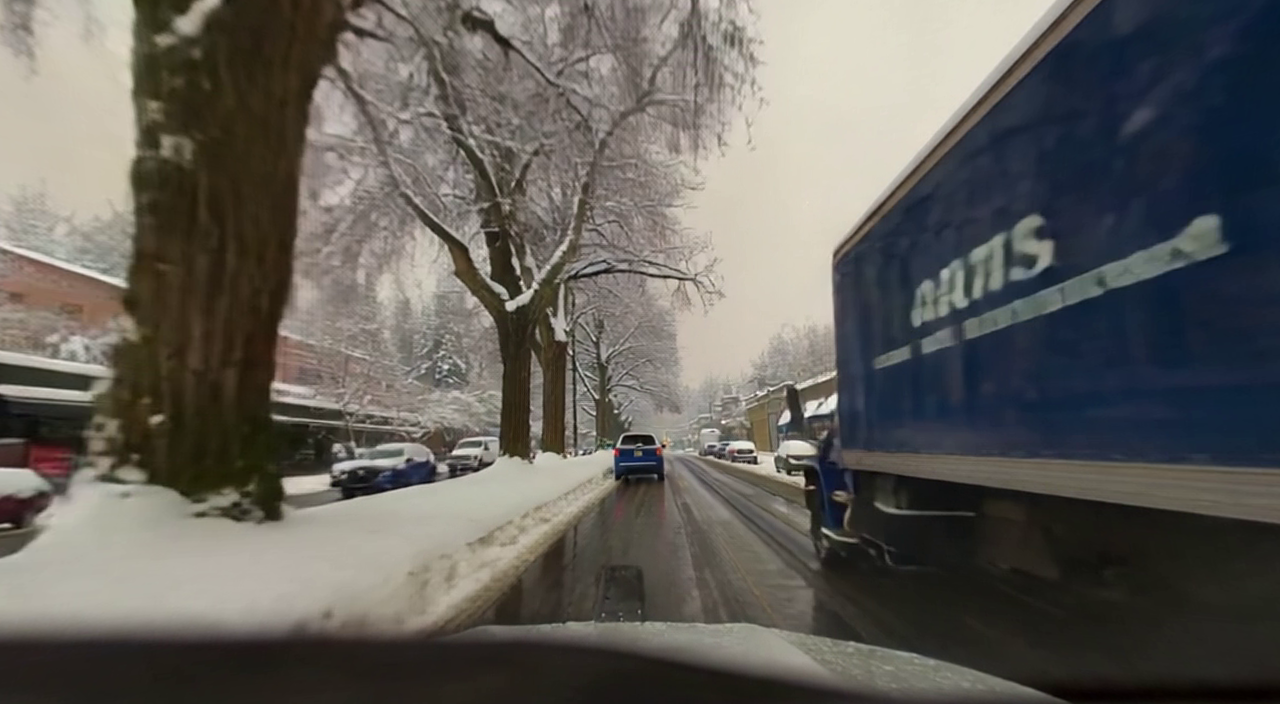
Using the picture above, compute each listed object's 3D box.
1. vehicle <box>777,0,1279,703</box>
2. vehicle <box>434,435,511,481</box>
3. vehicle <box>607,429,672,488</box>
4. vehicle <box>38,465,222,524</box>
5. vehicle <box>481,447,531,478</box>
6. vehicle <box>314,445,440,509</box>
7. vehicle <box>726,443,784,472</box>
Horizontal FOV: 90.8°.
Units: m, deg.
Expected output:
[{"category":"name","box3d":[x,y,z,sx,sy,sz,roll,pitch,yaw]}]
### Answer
[{"category":"vehicle","box3d":[3.745,0.017,4.154,3.007,4.206,12.913,0,-9,1]},{"category":"vehicle","box3d":[-11.343,7.273,43.798,2.894,2.789,8.218,-1,-9,1]},{"category":"vehicle","box3d":[0.055,4.096,24.645,2.293,2.036,4.853,-1,-9,2]},{"category":"vehicle","box3d":[-16.015,4.456,20.289,1.874,1.506,4.781,-1,-9,1]},{"category":"vehicle","box3d":[-7.936,6.581,37.910,1.977,1.669,4.387,0,-9,1]},{"category":"vehicle","box3d":[-7.672,3.648,18.984,1.937,1.641,4.575,0,-9,-2]},{"category":"vehicle","box3d":[7.204,6.671,40.099,2.114,1.697,4.739,1,-9,-9]}]
